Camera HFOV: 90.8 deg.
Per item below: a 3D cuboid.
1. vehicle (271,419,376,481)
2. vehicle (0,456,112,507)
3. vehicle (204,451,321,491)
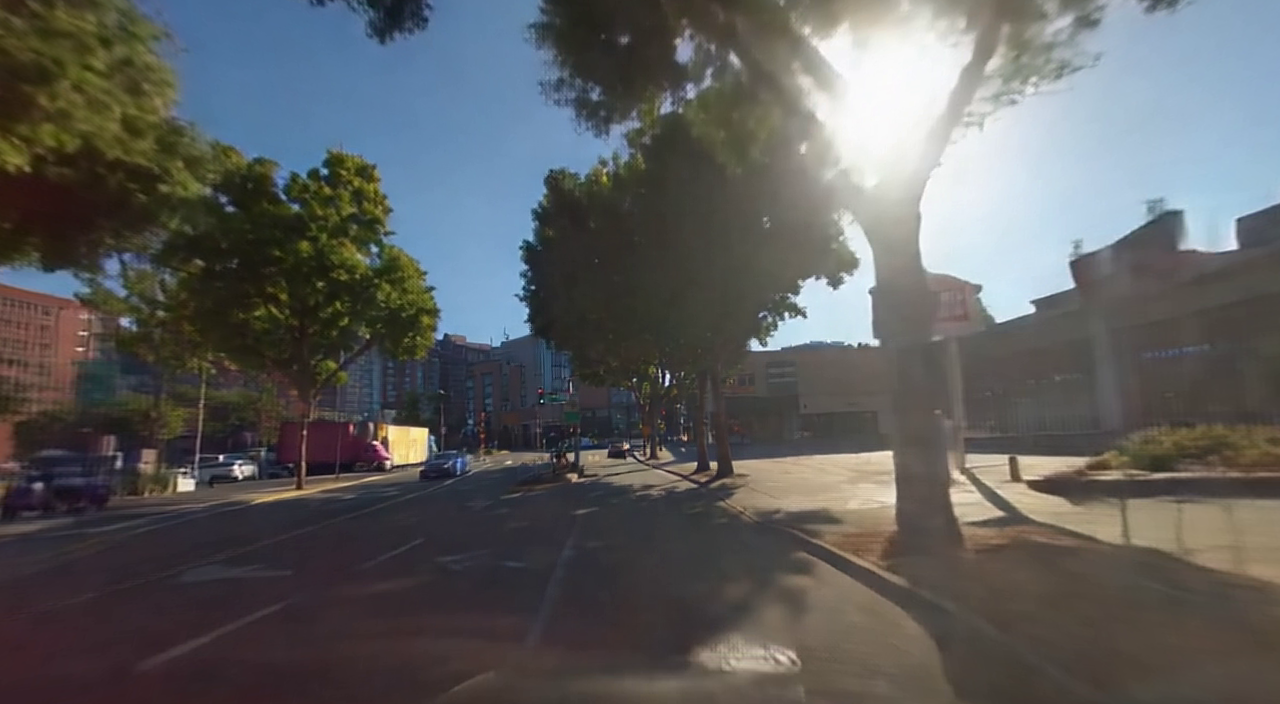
[{"bbox_3d":[-21.873,6.841,44.104,3.045,3.961,6.104,-2,-9,15],"label":"vehicle"},{"bbox_3d":[-23.738,4.923,24.368,2.025,1.756,4.749,-2,-9,15],"label":"vehicle"},{"bbox_3d":[-18.287,5.742,30.903,2.101,1.721,4.587,-3,-9,17],"label":"vehicle"}]
